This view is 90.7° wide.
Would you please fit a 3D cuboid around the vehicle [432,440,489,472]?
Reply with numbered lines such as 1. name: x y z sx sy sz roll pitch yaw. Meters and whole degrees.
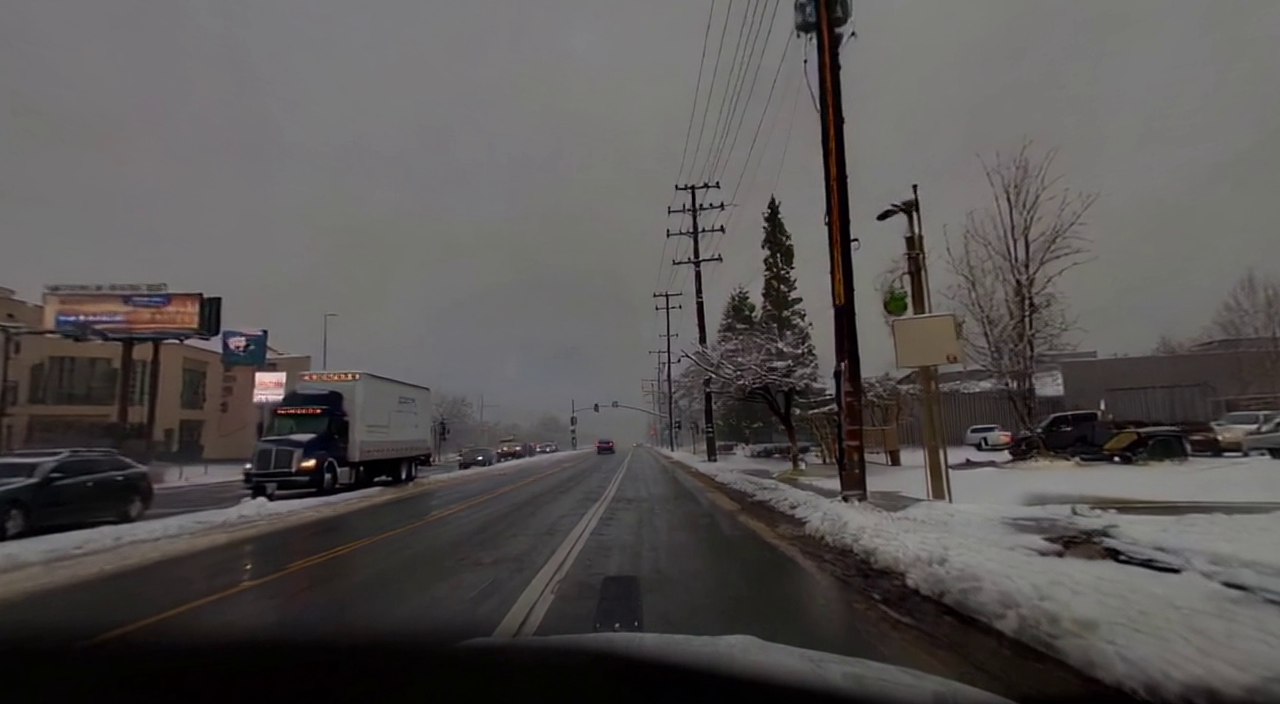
1. vehicle: -10.505 6.094 37.355 2.004 1.745 4.445 -1 -8 1

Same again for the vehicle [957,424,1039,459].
1. vehicle: 16.910 4.275 30.092 1.697 1.559 3.647 -1 -9 0

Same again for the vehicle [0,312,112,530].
1. vehicle: -13.735 0.418 5.995 2.876 4.151 17.071 -1 -8 0

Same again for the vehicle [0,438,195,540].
1. vehicle: -10.599 2.534 11.383 1.919 1.512 4.443 -4 -13 0

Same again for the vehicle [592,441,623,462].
1. vehicle: -2.473 7.633 48.794 2.040 1.492 5.114 -1 -8 1

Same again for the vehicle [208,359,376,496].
1. vehicle: -10.645 2.404 19.816 3.027 3.903 3.372 0 -9 1

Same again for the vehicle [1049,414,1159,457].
1. vehicle: 22.237 4.074 30.630 2.010 1.871 4.913 -1 -9 6

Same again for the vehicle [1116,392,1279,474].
1. vehicle: 15.307 2.245 16.657 2.052 1.837 4.750 -1 -10 4
